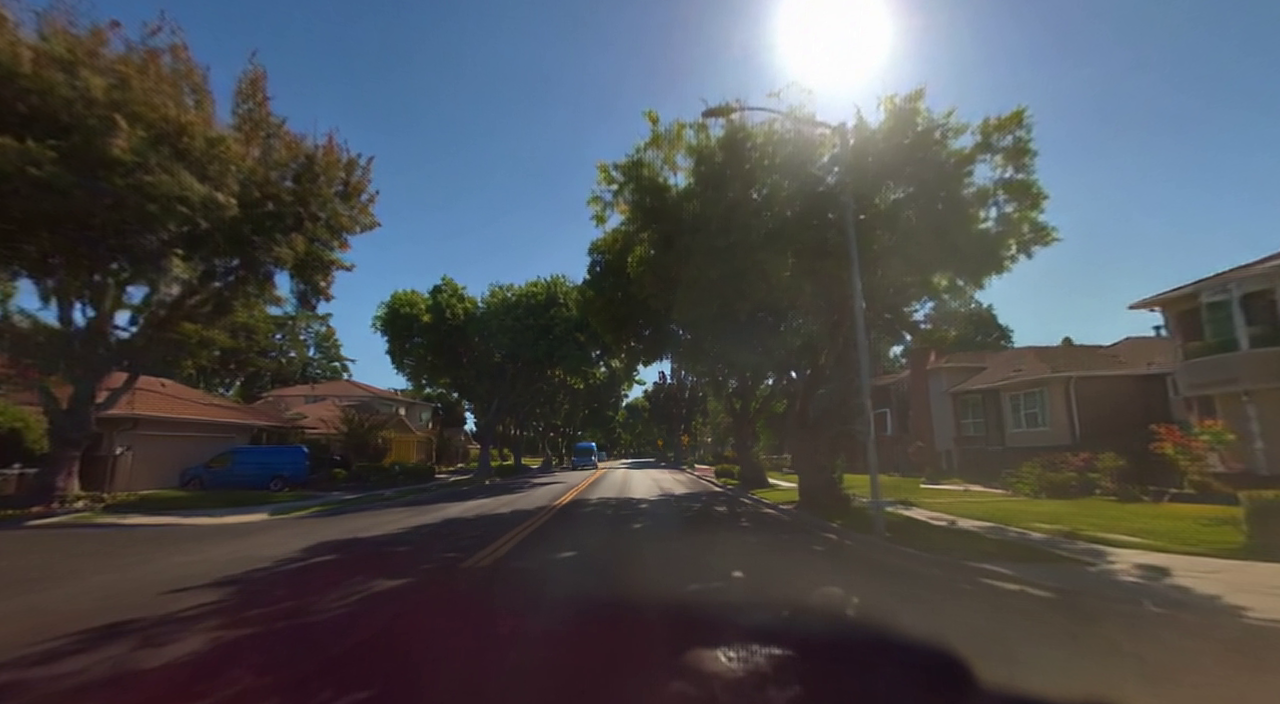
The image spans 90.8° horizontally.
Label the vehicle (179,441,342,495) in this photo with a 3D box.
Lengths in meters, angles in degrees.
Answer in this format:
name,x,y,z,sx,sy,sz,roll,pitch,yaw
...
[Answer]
name,x,y,z,sx,sy,sz,roll,pitch,yaw
vehicle,-14.440,4.372,24.357,2.145,1.839,4.837,-6,-10,33
